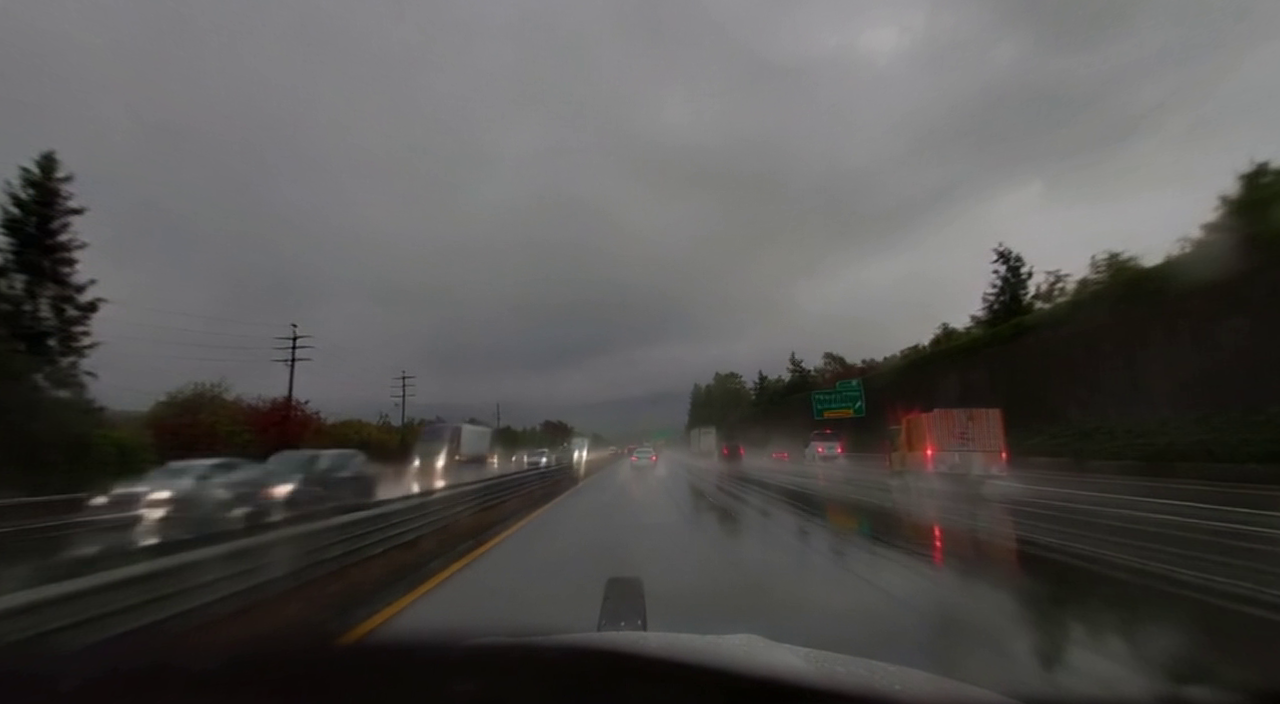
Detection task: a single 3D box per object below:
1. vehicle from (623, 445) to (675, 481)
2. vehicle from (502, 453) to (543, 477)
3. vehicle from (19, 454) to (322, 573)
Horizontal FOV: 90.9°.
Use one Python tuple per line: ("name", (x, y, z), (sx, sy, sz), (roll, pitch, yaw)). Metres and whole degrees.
("vehicle", (0.380, 5.031, 28.798), (2.177, 1.520, 4.278), (0, -9, 0))
("vehicle", (-8.066, 7.777, 43.695), (1.920, 1.533, 4.730), (0, -9, 1))
("vehicle", (-6.997, 2.383, 10.003), (1.956, 1.486, 3.661), (0, -9, 0))
